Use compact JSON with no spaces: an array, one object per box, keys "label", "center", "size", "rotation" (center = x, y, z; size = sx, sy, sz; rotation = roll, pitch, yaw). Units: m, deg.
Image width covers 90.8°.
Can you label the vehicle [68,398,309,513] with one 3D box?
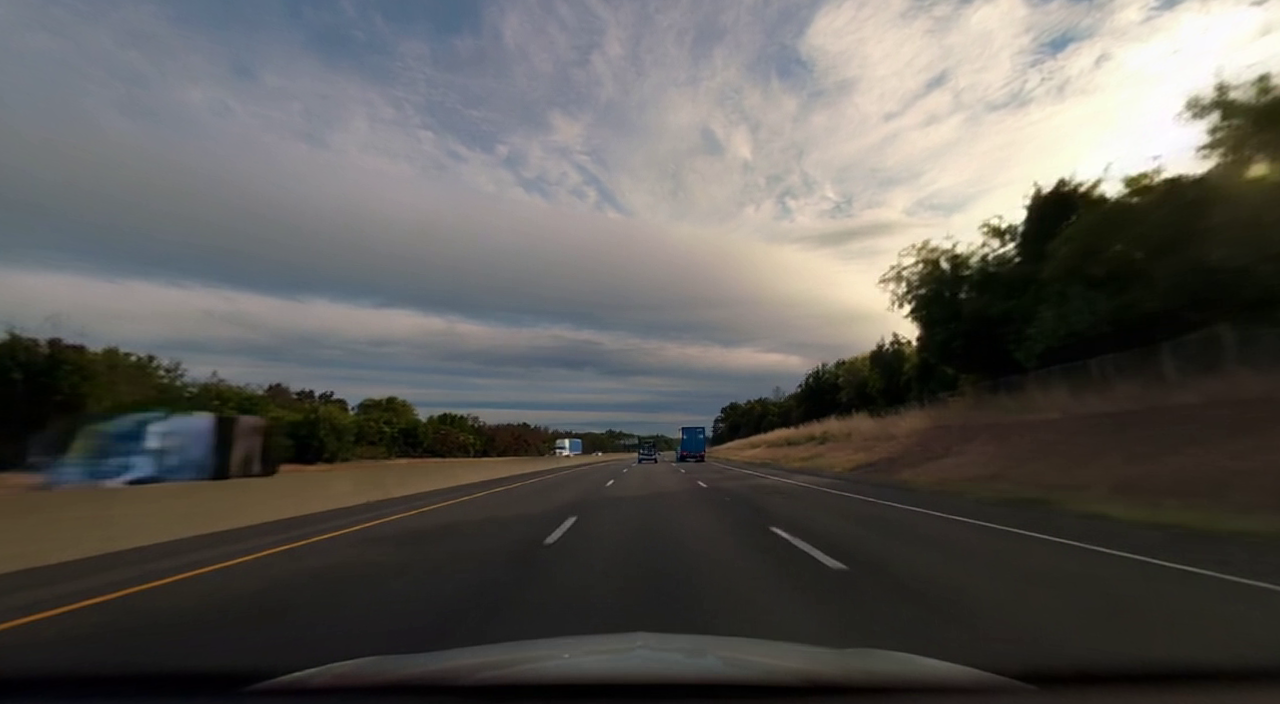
[{"label":"vehicle","center":[-14.653,3.462,21.464],"size":[2.649,3.227,7.156],"rotation":[0,-9,1]}]
